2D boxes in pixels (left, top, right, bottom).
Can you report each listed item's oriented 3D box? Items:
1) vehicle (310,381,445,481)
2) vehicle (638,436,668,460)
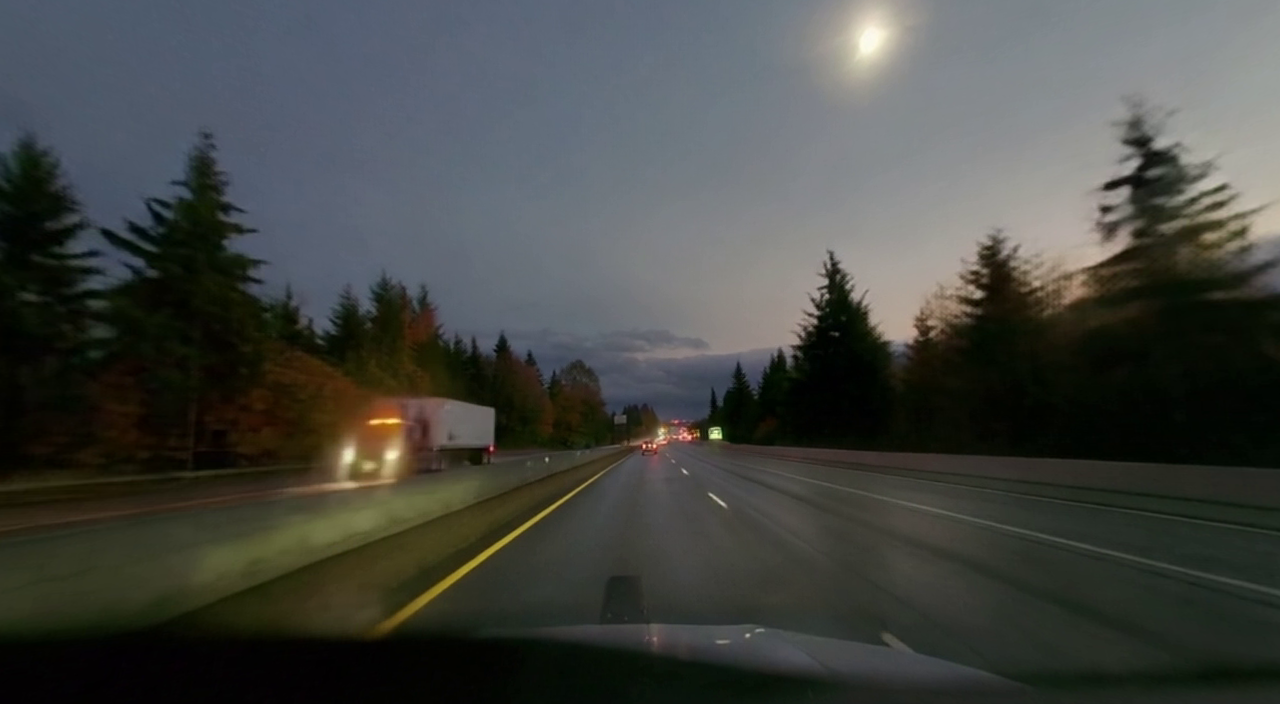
[{"bbox_3d":[-11.235,3.498,27.694,3.024,3.912,6.057,0,-8,2],"label":"vehicle"},{"bbox_3d":[0.839,6.306,41.286,1.924,1.498,3.817,0,-8,1],"label":"vehicle"}]
